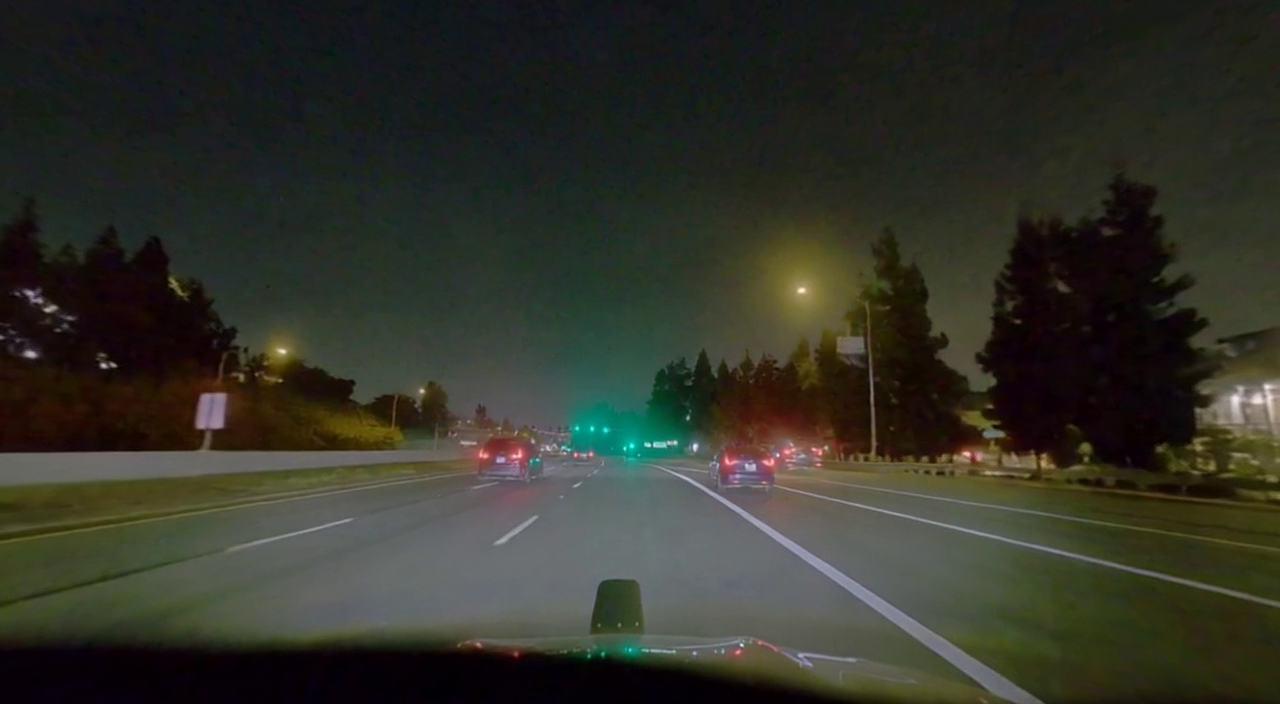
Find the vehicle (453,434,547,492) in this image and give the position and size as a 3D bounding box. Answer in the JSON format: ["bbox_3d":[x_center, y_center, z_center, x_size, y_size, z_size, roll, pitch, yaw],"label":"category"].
[{"bbox_3d":[-4.728,3.821,22.146,2.176,1.779,4.755,0,-8,0],"label":"vehicle"}]

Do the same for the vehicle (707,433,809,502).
[{"bbox_3d":[3.155,3.180,17.856,1.997,1.686,4.247,0,-8,-1],"label":"vehicle"}]
